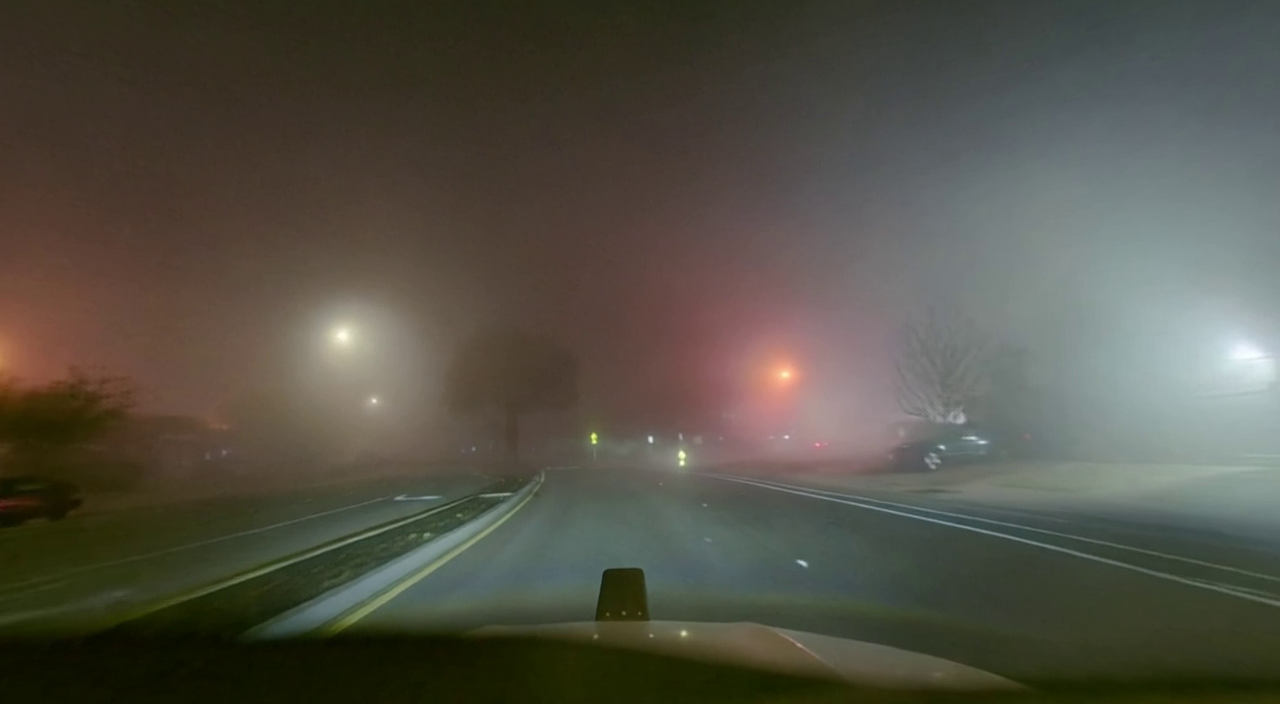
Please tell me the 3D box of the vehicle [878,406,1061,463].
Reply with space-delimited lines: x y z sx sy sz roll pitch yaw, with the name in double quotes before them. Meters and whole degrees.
"vehicle" 12.937 3.404 25.328 6.051 2.092 2.231 -3 -10 17
